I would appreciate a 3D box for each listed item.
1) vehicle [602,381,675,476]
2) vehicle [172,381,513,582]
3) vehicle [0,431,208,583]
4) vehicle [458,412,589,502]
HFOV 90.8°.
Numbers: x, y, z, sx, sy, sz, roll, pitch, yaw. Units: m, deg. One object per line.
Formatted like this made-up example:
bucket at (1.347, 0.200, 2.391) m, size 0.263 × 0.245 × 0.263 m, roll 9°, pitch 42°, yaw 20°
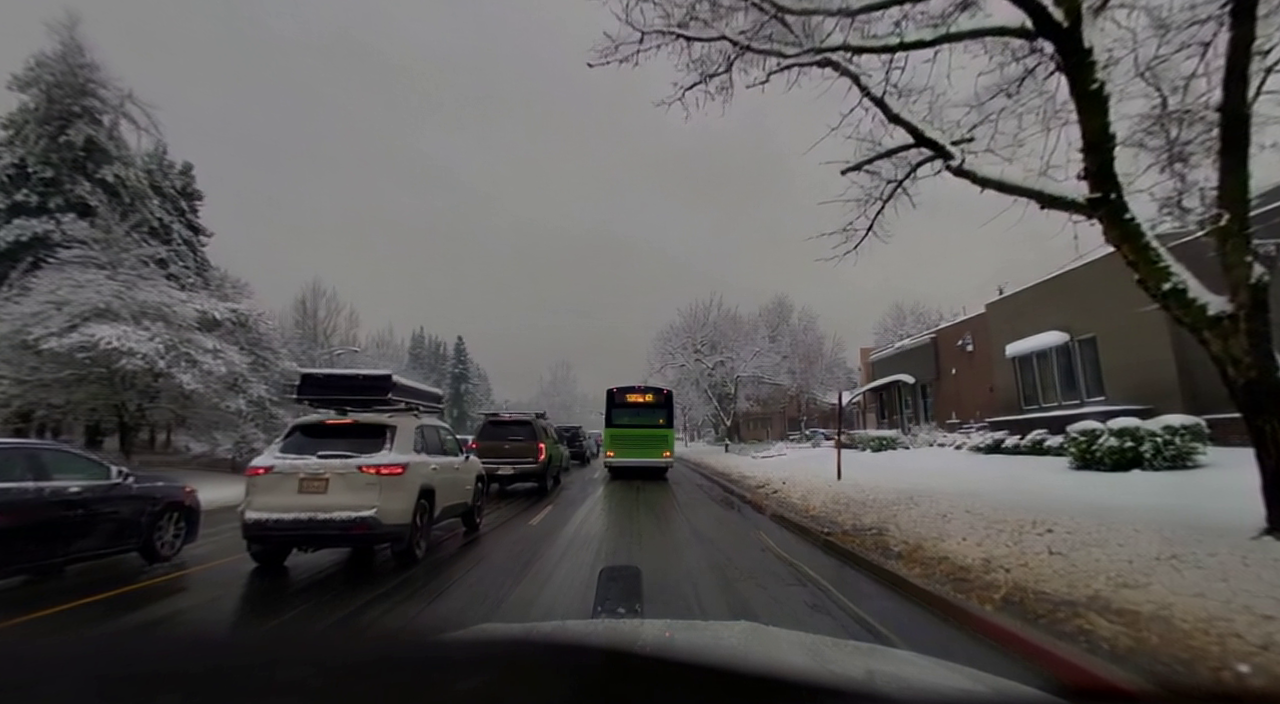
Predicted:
vehicle at (-0.020, 4.044, 32.021) m, size 2.970 × 3.857 × 12.200 m, roll 0°, pitch -9°, yaw 0°
vehicle at (-3.332, 1.610, 8.576) m, size 2.095 × 1.892 × 5.043 m, roll 0°, pitch -9°, yaw 1°
vehicle at (-7.293, 1.633, 6.926) m, size 1.986 × 1.473 × 4.465 m, roll 0°, pitch -9°, yaw -1°
vehicle at (-3.012, 2.933, 18.037) m, size 2.546 × 2.125 × 5.869 m, roll 0°, pitch -9°, yaw 1°
